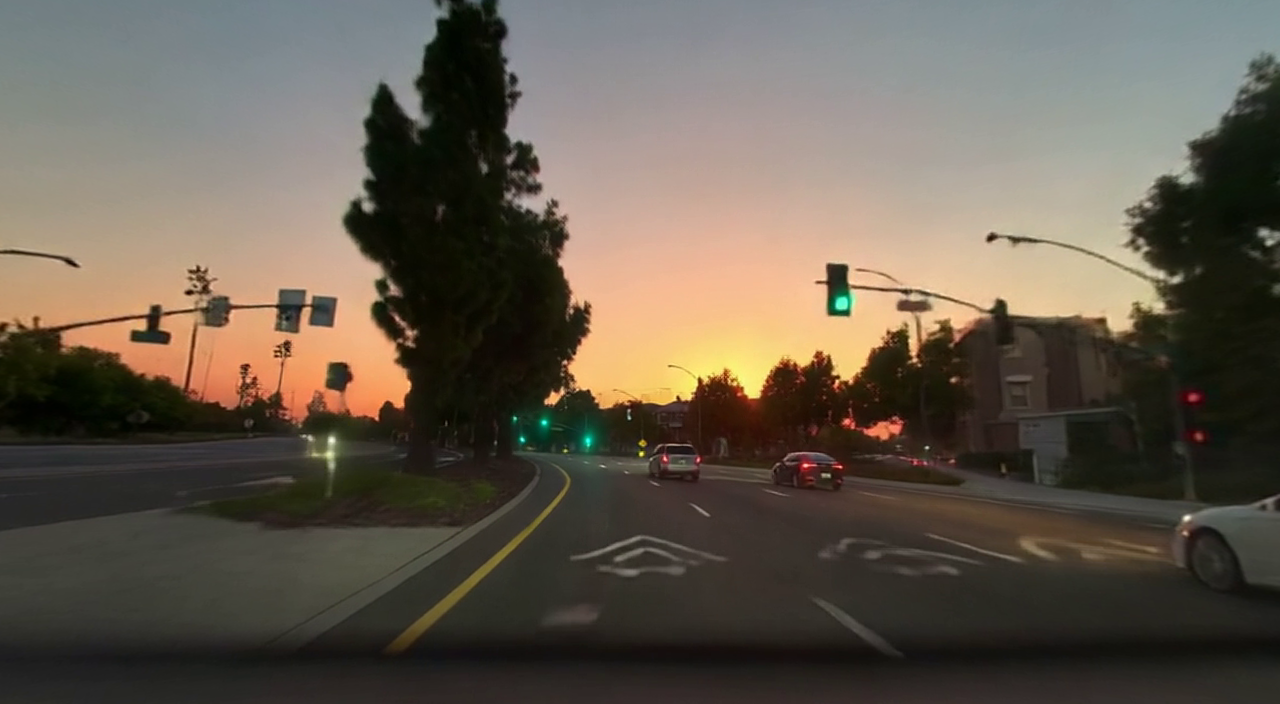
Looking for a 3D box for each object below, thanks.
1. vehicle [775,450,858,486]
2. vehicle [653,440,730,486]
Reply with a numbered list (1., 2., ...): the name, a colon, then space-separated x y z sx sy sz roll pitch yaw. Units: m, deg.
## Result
1. vehicle: 7.978 5.268 29.069 1.940 1.460 4.652 1 -9 -8
2. vehicle: 1.936 4.388 25.409 2.122 1.646 4.525 1 -9 -8
